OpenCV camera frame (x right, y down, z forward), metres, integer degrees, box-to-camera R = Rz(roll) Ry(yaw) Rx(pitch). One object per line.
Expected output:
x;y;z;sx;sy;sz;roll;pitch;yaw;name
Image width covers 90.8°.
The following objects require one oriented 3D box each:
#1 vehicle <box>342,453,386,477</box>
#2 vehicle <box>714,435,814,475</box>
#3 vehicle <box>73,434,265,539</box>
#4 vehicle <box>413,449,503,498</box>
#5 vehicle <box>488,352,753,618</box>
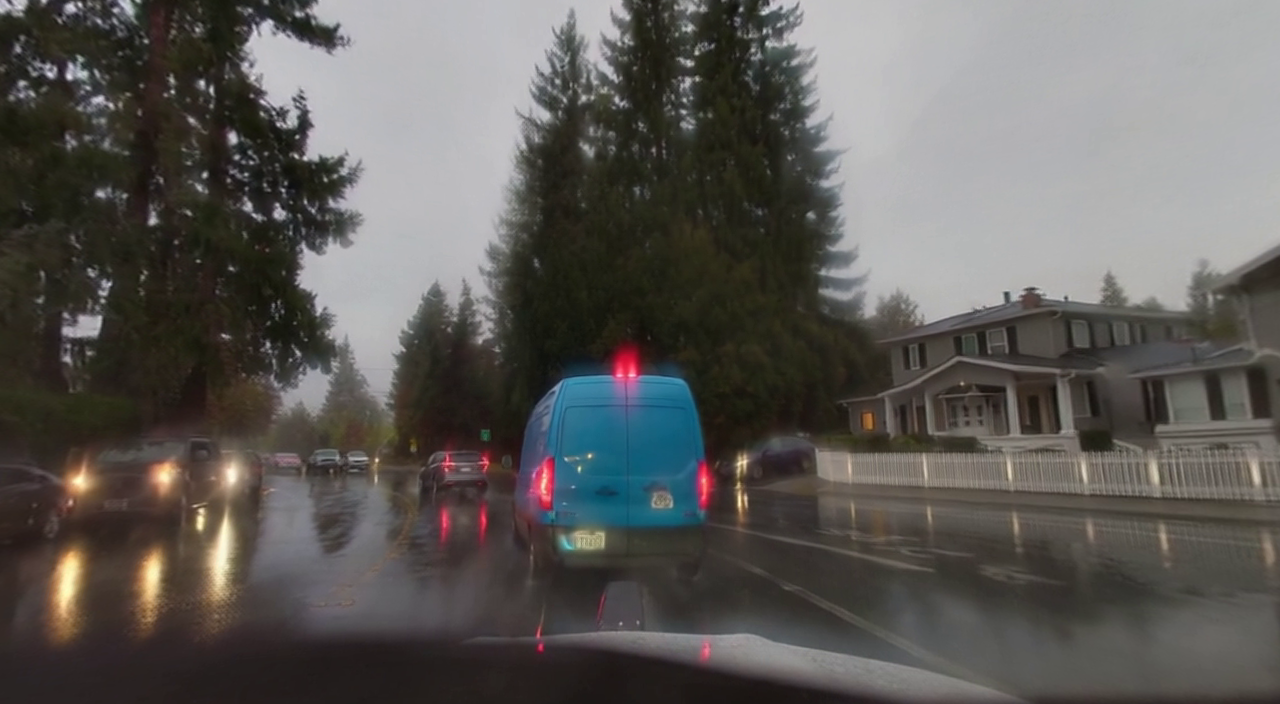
-18.885;7.654;43.096;1.911;1.493;4.291;6;-10;-33;vehicle
5.996;4.920;30.357;4.559;1.754;1.985;5;-10;-33;vehicle
-10.278;2.866;14.402;2.228;1.871;5.492;4;-9;-24;vehicle
-6.272;4.028;21.418;2.008;1.445;4.386;4;-10;-28;vehicle
-0.668;1.435;7.712;2.213;2.124;4.809;2;-9;-14;vehicle
